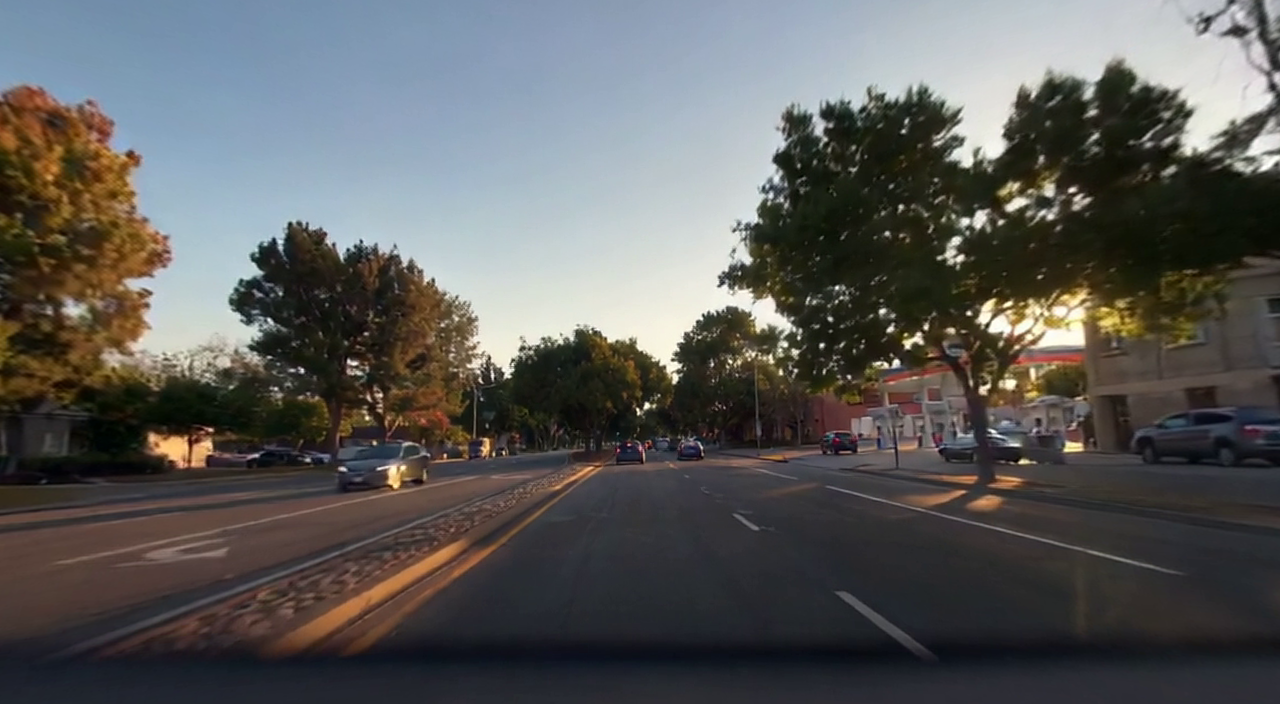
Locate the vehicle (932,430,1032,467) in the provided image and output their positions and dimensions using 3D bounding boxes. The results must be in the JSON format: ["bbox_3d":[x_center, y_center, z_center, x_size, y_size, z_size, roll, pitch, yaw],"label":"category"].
[{"bbox_3d":[15.145,4.318,28.305,2.001,1.479,4.696,0,-9,2],"label":"vehicle"}]

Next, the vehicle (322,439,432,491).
[{"bbox_3d":[-9.274,3.994,22.746,2.121,1.677,4.324,0,-9,0],"label":"vehicle"}]

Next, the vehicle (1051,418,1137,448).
[{"bbox_3d":[33.510,6.071,46.895,2.355,2.034,5.438,0,-8,0],"label":"vehicle"}]

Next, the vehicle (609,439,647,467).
[{"bbox_3d":[-0.646,5.712,35.978,2.052,1.488,3.779,0,-8,-1],"label":"vehicle"}]

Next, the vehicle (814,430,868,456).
[{"bbox_3d":[15.145,6.919,47.901,2.368,1.868,4.724,0,-9,-1],"label":"vehicle"}]

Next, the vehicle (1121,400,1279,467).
[{"bbox_3d":[19.639,2.816,21.503,2.266,1.973,5.443,0,-8,1],"label":"vehicle"}]
